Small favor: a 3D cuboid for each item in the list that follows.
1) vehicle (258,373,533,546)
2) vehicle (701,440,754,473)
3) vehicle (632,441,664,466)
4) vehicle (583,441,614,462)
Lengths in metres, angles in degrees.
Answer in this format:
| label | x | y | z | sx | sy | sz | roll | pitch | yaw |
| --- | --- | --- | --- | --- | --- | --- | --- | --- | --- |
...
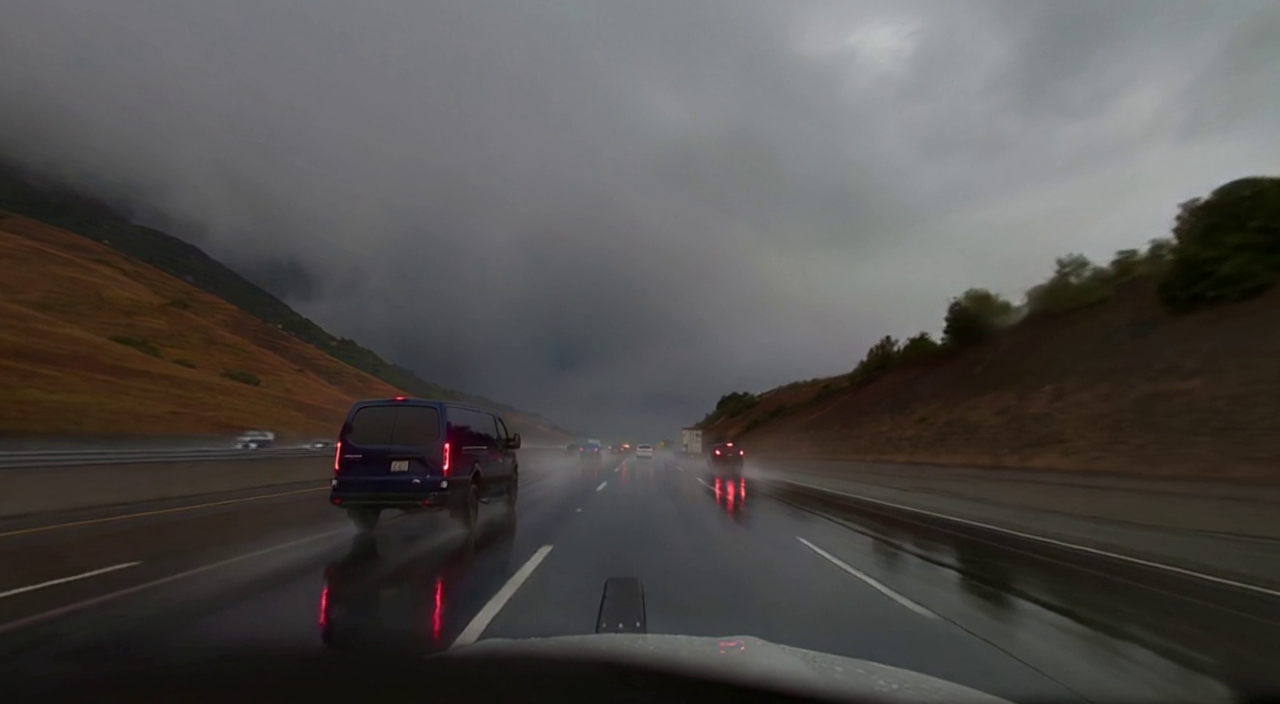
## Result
| label | x | y | z | sx | sy | sz | roll | pitch | yaw |
| --- | --- | --- | --- | --- | --- | --- | --- | --- | --- |
| vehicle | -3.637 | 1.821 | 11.065 | 2.421 | 2.203 | 5.775 | 0 | -9 | 1 |
| vehicle | 4.442 | 5.392 | 32.612 | 2.051 | 1.598 | 4.145 | 0 | -9 | -1 |
| vehicle | 0.517 | 6.805 | 42.217 | 2.014 | 1.543 | 3.804 | 0 | -9 | 0 |
| vehicle | -3.143 | 7.669 | 48.567 | 2.138 | 1.581 | 4.340 | 0 | -9 | 0 |
